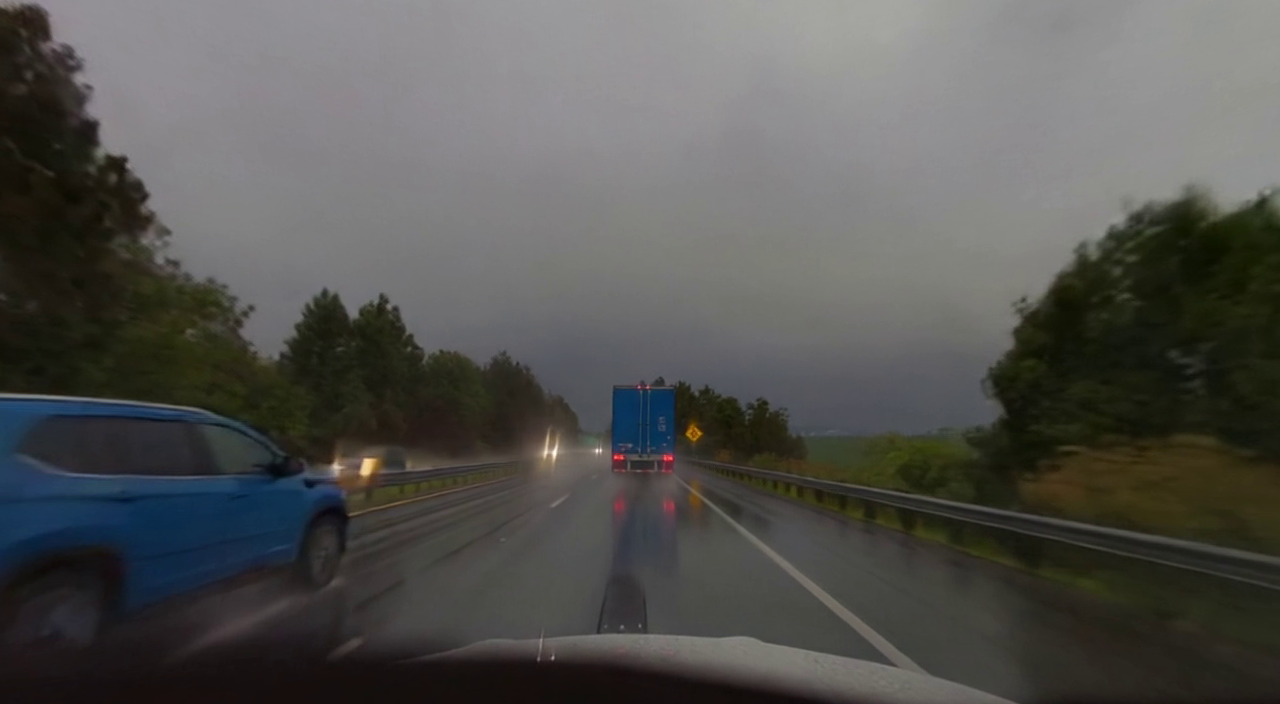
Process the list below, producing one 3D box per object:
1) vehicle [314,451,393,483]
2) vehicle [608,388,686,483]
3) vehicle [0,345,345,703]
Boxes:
[{"bbox_3d":[-14.487,5.805,32.165,1.906,1.484,4.437,0,-9,0],"label":"vehicle"},{"bbox_3d":[0.114,3.760,27.882,2.913,3.530,8.648,0,-9,-2],"label":"vehicle"},{"bbox_3d":[-3.558,0.900,2.998,2.160,1.661,4.388,0,-9,0],"label":"vehicle"}]
